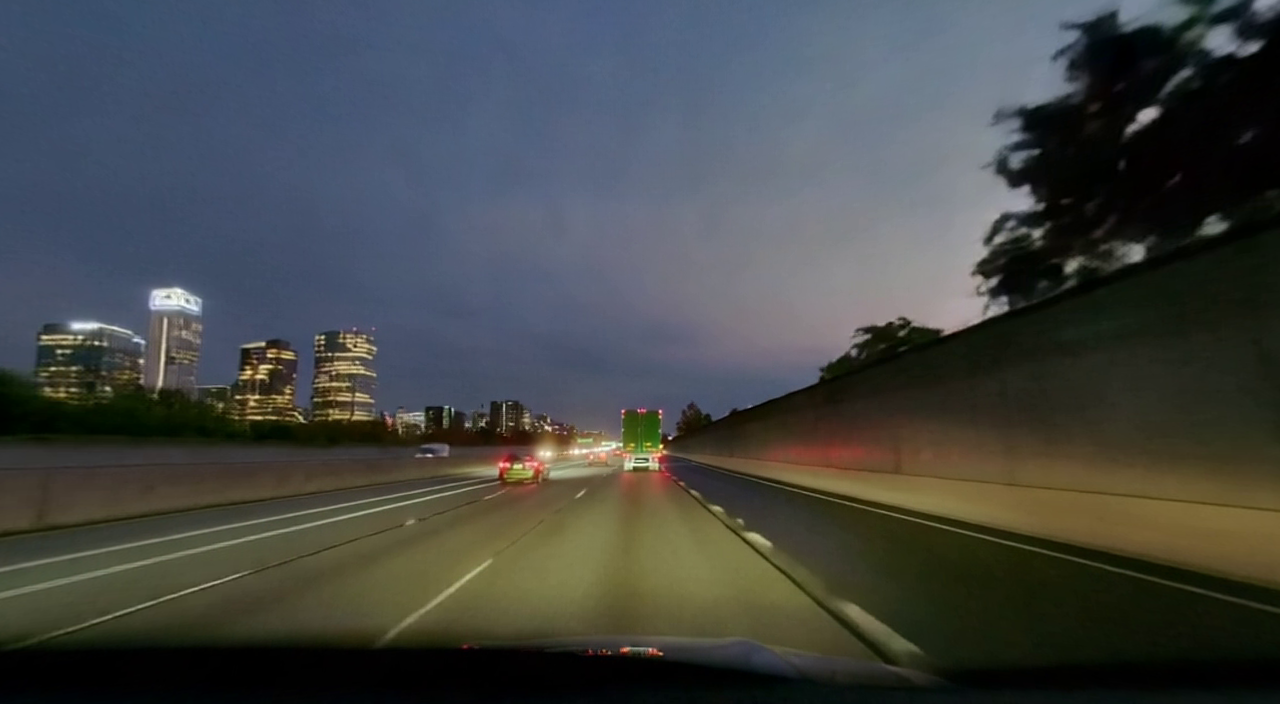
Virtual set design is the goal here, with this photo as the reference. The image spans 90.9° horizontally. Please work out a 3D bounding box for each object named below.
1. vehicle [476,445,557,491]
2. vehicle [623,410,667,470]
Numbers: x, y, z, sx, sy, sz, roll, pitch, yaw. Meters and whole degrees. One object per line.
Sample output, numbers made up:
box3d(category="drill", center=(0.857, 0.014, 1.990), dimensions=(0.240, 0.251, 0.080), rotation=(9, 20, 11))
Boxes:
box3d(category="vehicle", center=(-4.407, 4.192, 23.219), dimensions=(1.977, 1.478, 4.702), rotation=(0, -9, 0))
box3d(category="vehicle", center=(0.418, 6.713, 47.799), dimensions=(2.980, 4.051, 10.359), rotation=(0, -9, 1))
